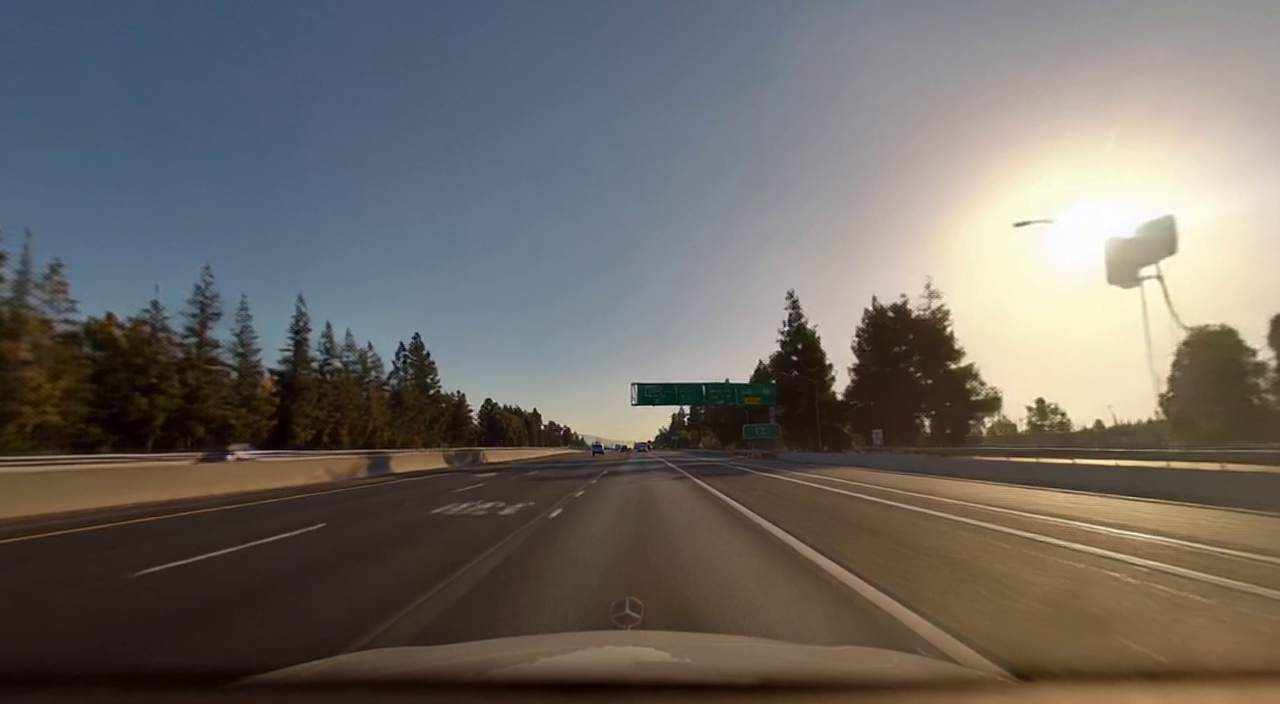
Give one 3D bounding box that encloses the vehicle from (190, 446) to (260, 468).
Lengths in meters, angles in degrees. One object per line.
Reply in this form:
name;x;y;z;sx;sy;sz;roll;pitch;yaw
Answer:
vehicle;-30.168;7.617;46.027;2.015;1.482;4.484;0;-8;0
